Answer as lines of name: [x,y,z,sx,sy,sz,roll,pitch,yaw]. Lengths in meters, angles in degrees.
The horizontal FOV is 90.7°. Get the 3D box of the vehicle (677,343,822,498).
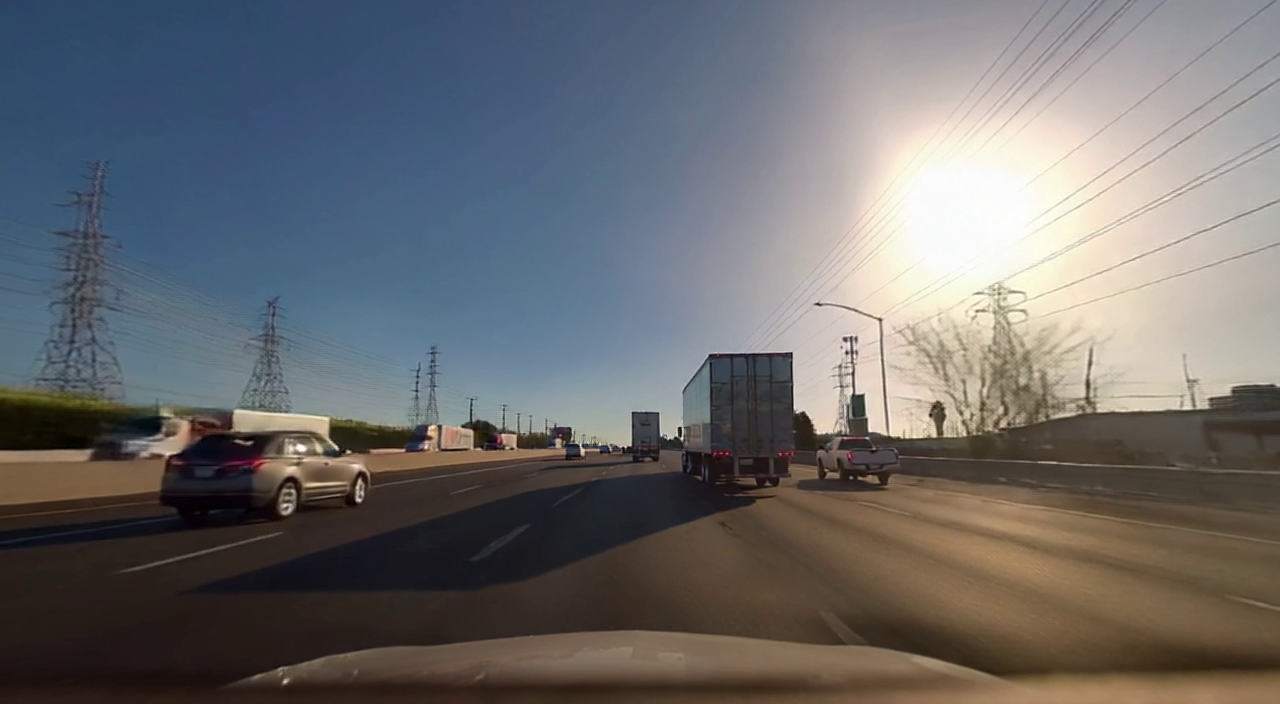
vehicle: [3.420,3.076,25.295,2.892,4.152,16.575,0,-9,0]

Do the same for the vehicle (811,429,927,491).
vehicle: [7.553,3.620,21.469,2.115,1.844,4.522,0,-9,-1]

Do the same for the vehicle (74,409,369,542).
vehicle: [-6.894,2.095,11.300,2.004,1.846,4.739,0,-9,0]
